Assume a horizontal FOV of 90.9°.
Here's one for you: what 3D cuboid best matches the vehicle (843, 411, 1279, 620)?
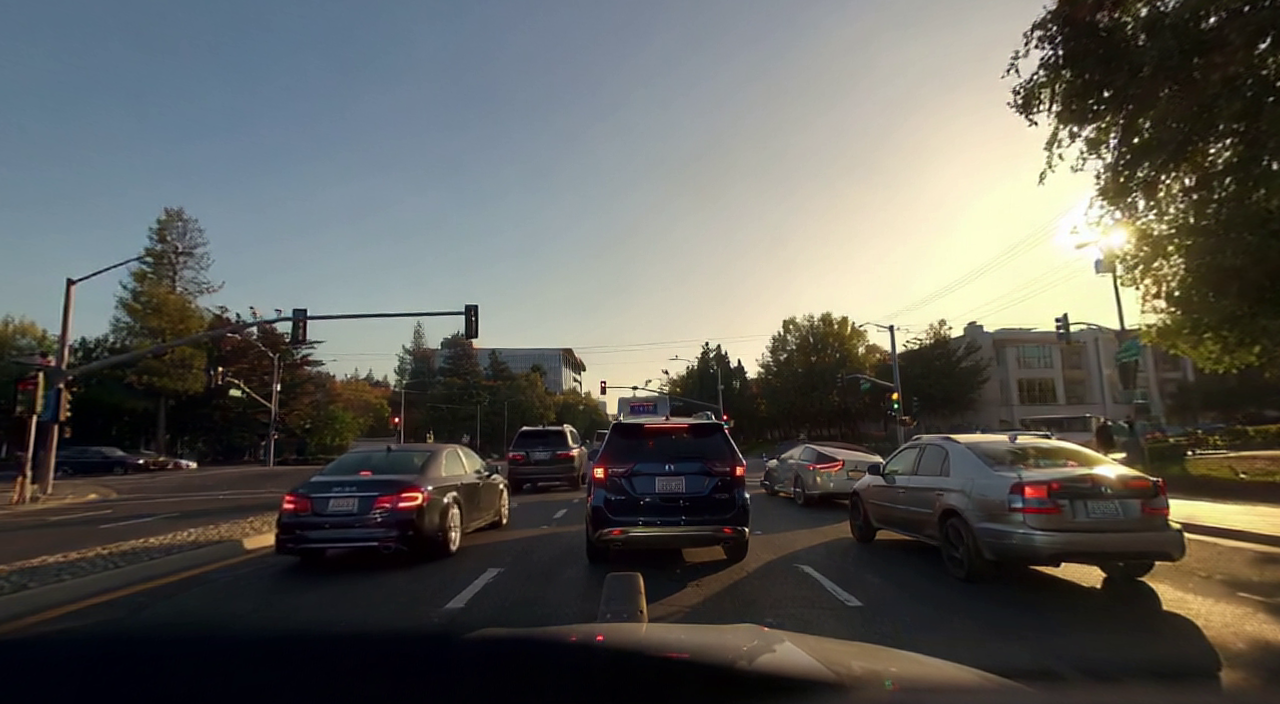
[{"bbox_3d":[3.928,1.560,6.931,1.954,1.592,3.992,0,-8,-2],"label":"vehicle"}]

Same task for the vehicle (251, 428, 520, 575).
[{"bbox_3d":[-3.034,1.861,8.698,1.876,1.497,4.308,0,-8,1],"label":"vehicle"}]

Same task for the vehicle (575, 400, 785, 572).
[{"bbox_3d":[0.401,1.712,8.766,2.172,1.764,4.338,0,-8,0],"label":"vehicle"}]

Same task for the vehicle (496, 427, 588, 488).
[{"bbox_3d":[-3.200,3.604,21.854,2.230,1.834,5.469,0,-8,1],"label":"vehicle"}]

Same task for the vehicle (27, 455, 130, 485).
[{"bbox_3d":[-33.051,6.941,37.144,4.395,1.636,1.926,-1,-8,6],"label":"vehicle"}]
